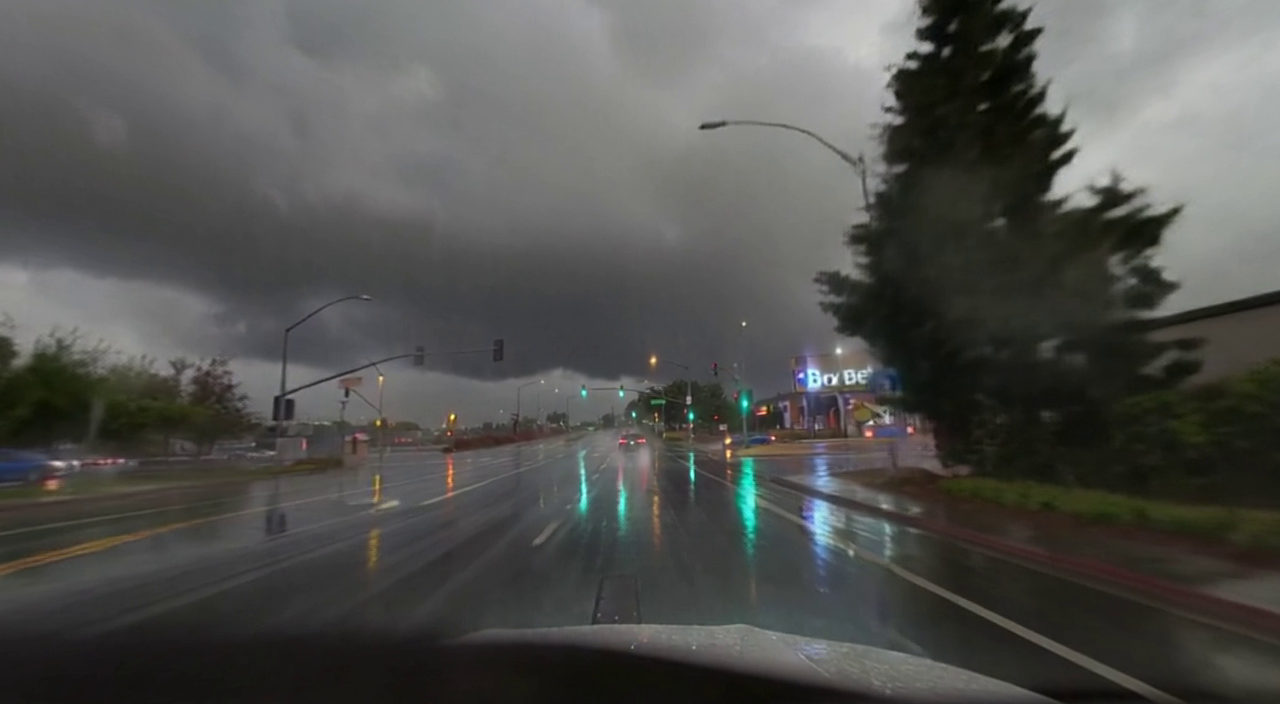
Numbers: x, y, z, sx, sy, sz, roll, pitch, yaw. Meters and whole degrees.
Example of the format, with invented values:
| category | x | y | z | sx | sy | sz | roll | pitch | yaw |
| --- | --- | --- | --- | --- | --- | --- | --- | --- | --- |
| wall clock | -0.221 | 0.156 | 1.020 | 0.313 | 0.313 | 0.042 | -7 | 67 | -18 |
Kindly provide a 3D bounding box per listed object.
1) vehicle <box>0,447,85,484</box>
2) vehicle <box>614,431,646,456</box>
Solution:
| category | x | y | z | sx | sy | sz | roll | pitch | yaw |
| --- | --- | --- | --- | --- | --- | --- | --- | --- | --- |
| vehicle | -30.608 | 5.497 | 30.747 | 5.136 | 1.723 | 1.953 | 0 | -9 | -3 |
| vehicle | -0.693 | 6.283 | 43.249 | 2.024 | 1.628 | 4.774 | 0 | -8 | -1 |
